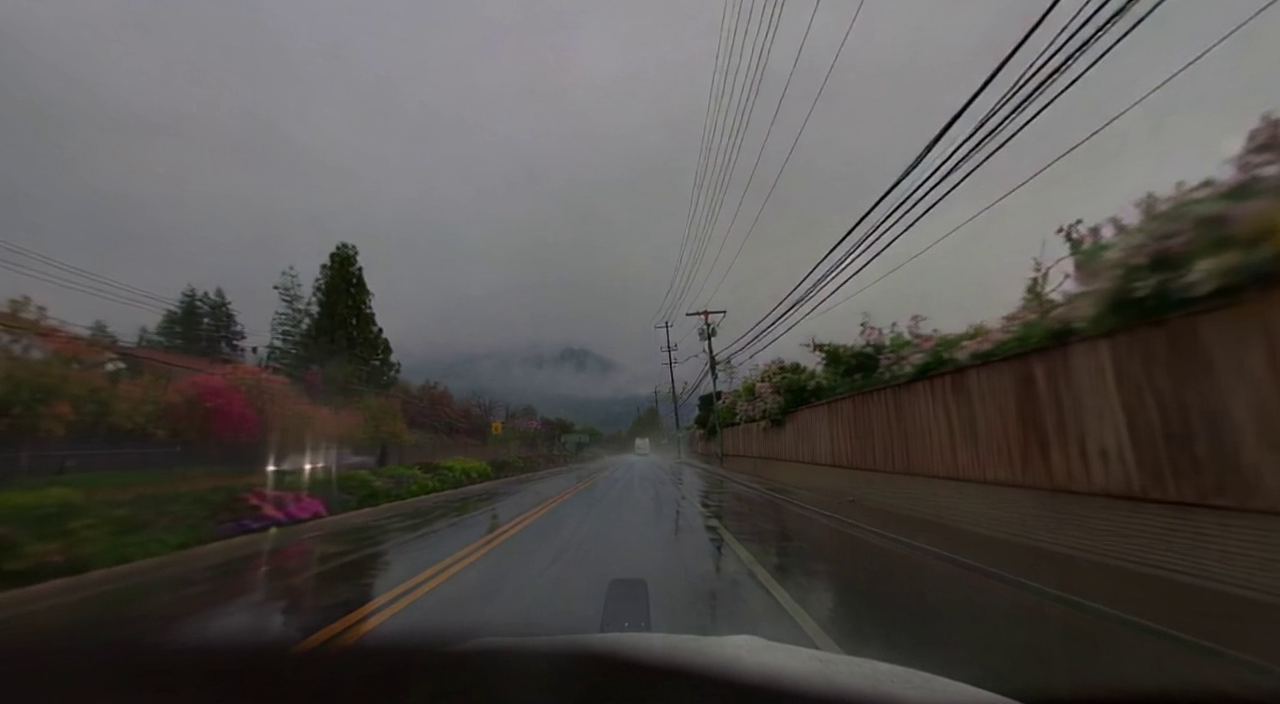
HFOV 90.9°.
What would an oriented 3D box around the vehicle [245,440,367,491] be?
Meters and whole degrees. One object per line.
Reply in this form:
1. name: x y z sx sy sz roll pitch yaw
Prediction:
1. vehicle: -12.259 4.166 23.589 1.989 1.683 4.615 0 -8 1
